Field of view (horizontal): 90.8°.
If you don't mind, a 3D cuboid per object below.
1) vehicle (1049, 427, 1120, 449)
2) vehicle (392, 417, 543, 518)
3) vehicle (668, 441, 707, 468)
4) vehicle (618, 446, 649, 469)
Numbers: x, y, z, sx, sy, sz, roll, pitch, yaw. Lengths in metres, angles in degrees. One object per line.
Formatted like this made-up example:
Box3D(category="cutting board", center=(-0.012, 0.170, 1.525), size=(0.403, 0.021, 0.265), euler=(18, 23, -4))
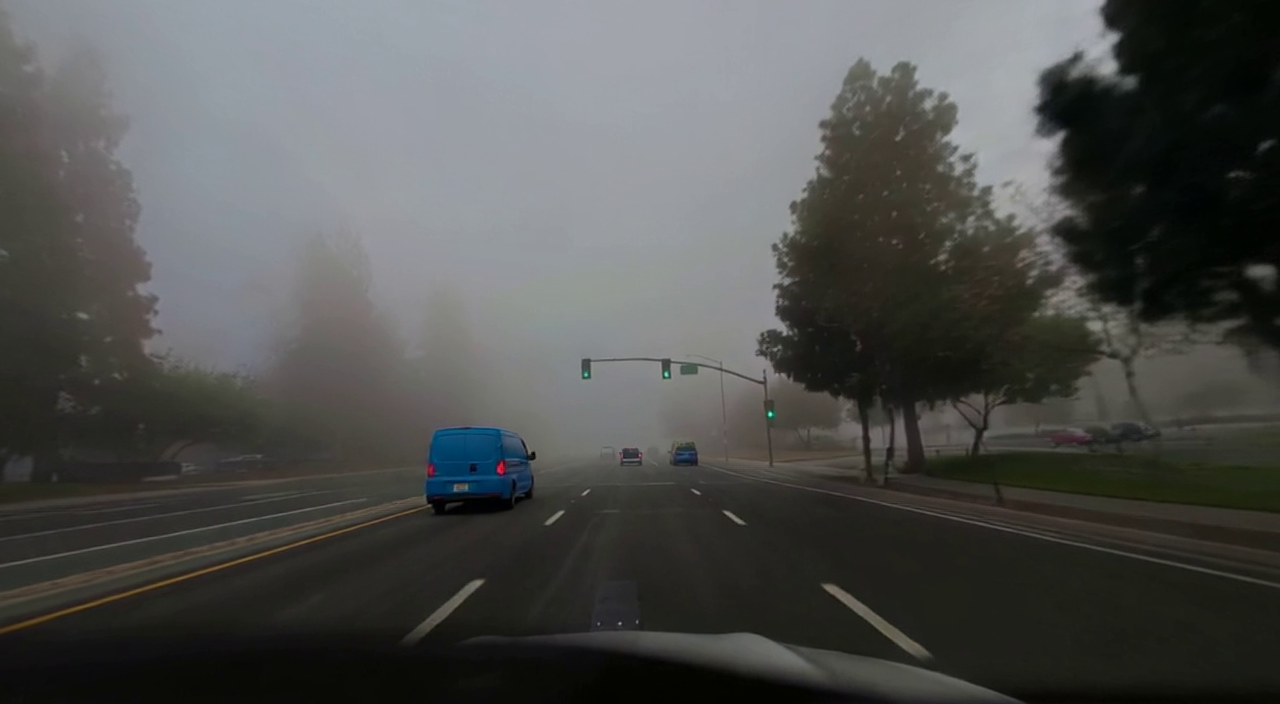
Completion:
Box3D(category="vehicle", center=(34.143, 6.645, 48.607), size=(3.874, 1.412, 1.851), euler=(-4, -9, 5))
Box3D(category="vehicle", center=(-3.586, 2.522, 14.218), size=(2.075, 1.863, 4.744), euler=(0, -9, 0))
Box3D(category="vehicle", center=(3.197, 6.987, 43.151), size=(2.181, 1.781, 4.257), euler=(0, -9, -2))
Box3D(category="vehicle", center=(-0.508, 7.178, 43.206), size=(2.039, 1.455, 3.826), euler=(0, -9, -2))
